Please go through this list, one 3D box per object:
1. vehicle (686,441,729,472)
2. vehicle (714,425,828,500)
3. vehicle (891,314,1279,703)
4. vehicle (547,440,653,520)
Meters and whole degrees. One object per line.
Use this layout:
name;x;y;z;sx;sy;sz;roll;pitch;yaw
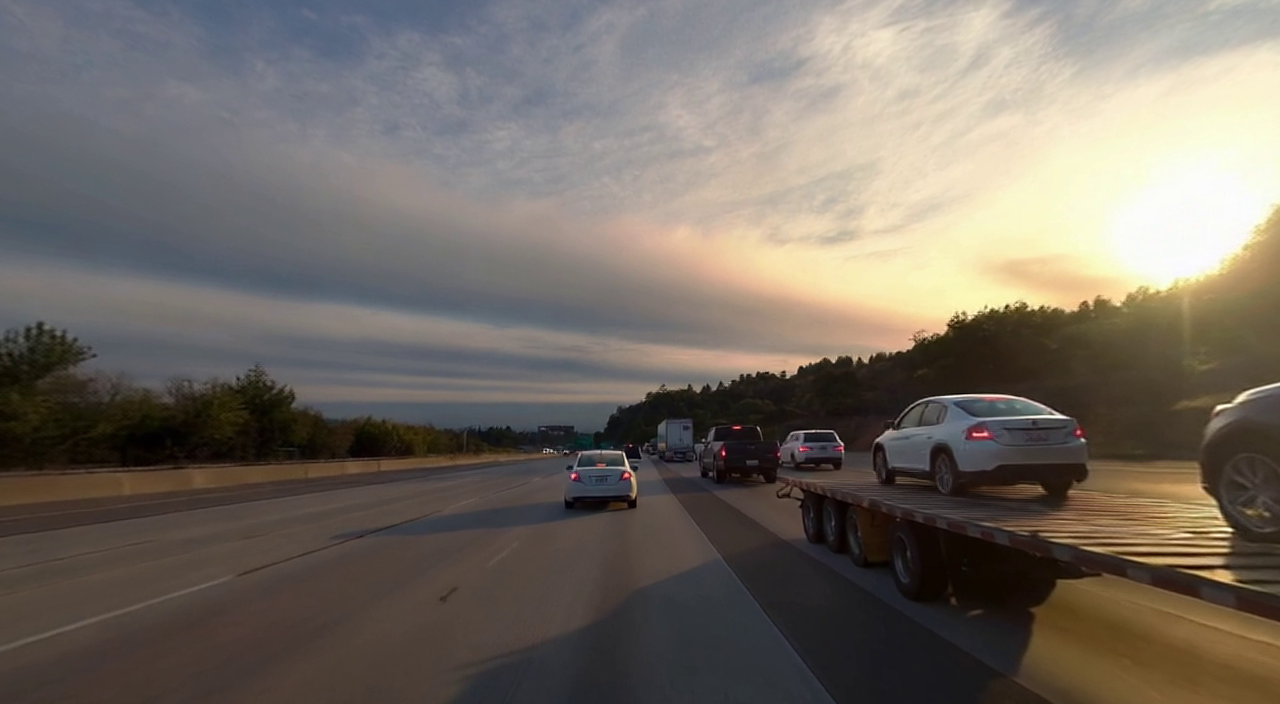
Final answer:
vehicle;3.768;5.969;36.008;1.938;1.660;4.223;0;-9;-1
vehicle;3.536;3.097;17.902;2.303;1.889;3.920;0;-9;-1
vehicle;3.448;0.973;3.837;1.959;1.783;4.407;0;-9;0
vehicle;-0.734;2.693;13.674;1.991;1.466;3.675;0;-9;0
